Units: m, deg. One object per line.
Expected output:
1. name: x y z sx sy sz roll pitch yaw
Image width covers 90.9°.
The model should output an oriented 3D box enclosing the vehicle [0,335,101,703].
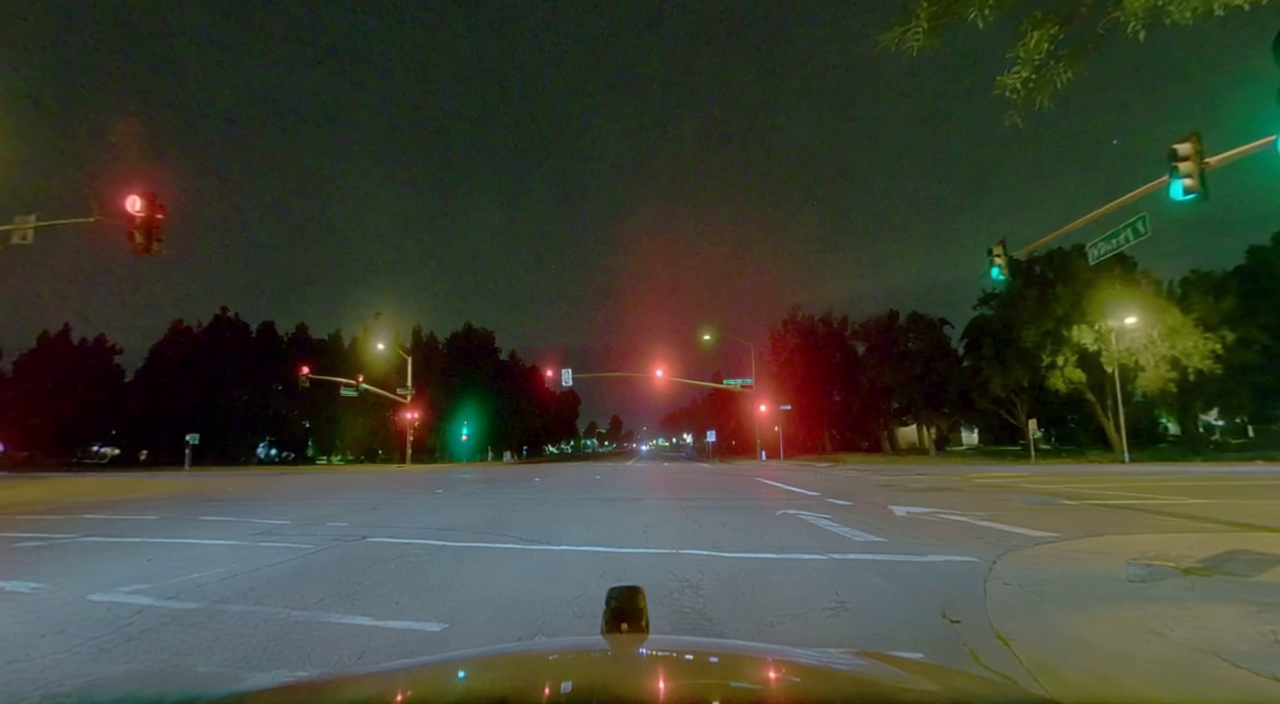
1. vehicle: -3.267 0.517 0.409 1.954 1.689 4.347 0 -8 0
